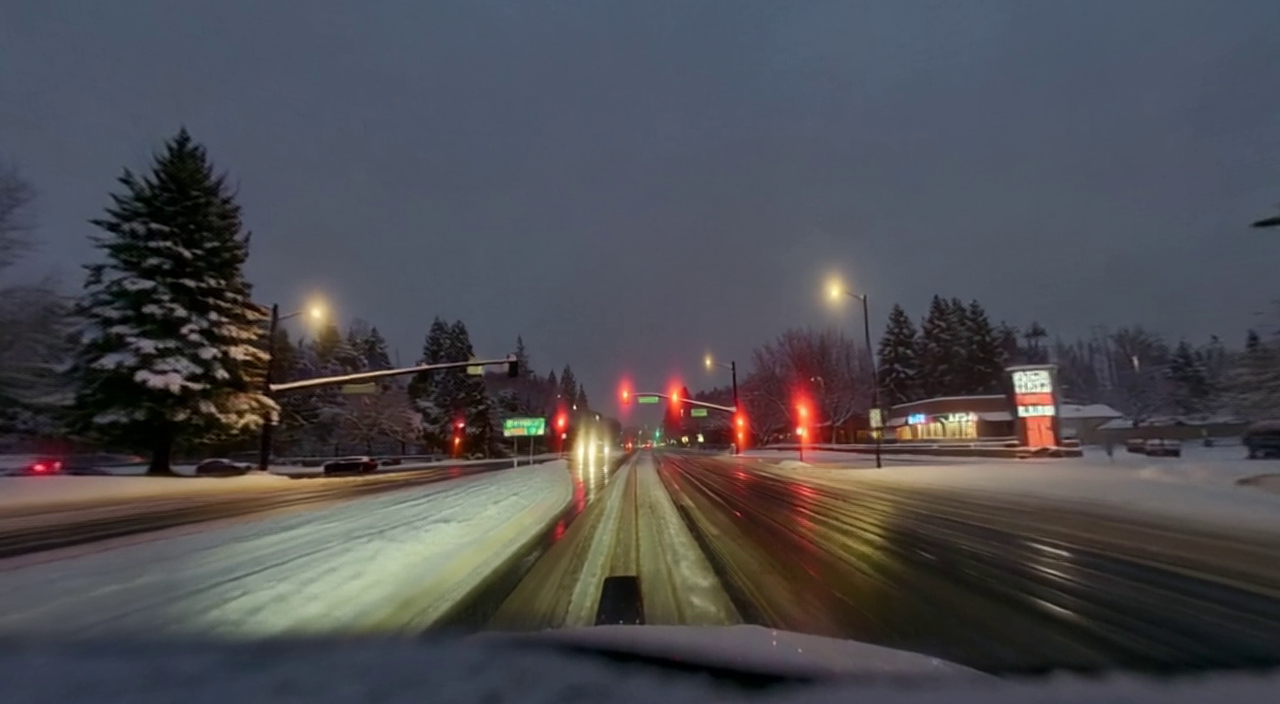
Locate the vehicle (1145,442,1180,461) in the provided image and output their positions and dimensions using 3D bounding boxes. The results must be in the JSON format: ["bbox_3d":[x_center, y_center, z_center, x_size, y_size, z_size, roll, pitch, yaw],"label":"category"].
[{"bbox_3d":[41.417,7.887,49.999,1.821,1.442,3.914,-8,-11,41],"label":"vehicle"}]

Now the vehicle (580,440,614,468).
[{"bbox_3d":[-2.692,6.343,39.305,1.990,1.639,3.885,0,-9,-5],"label":"vehicle"}]
